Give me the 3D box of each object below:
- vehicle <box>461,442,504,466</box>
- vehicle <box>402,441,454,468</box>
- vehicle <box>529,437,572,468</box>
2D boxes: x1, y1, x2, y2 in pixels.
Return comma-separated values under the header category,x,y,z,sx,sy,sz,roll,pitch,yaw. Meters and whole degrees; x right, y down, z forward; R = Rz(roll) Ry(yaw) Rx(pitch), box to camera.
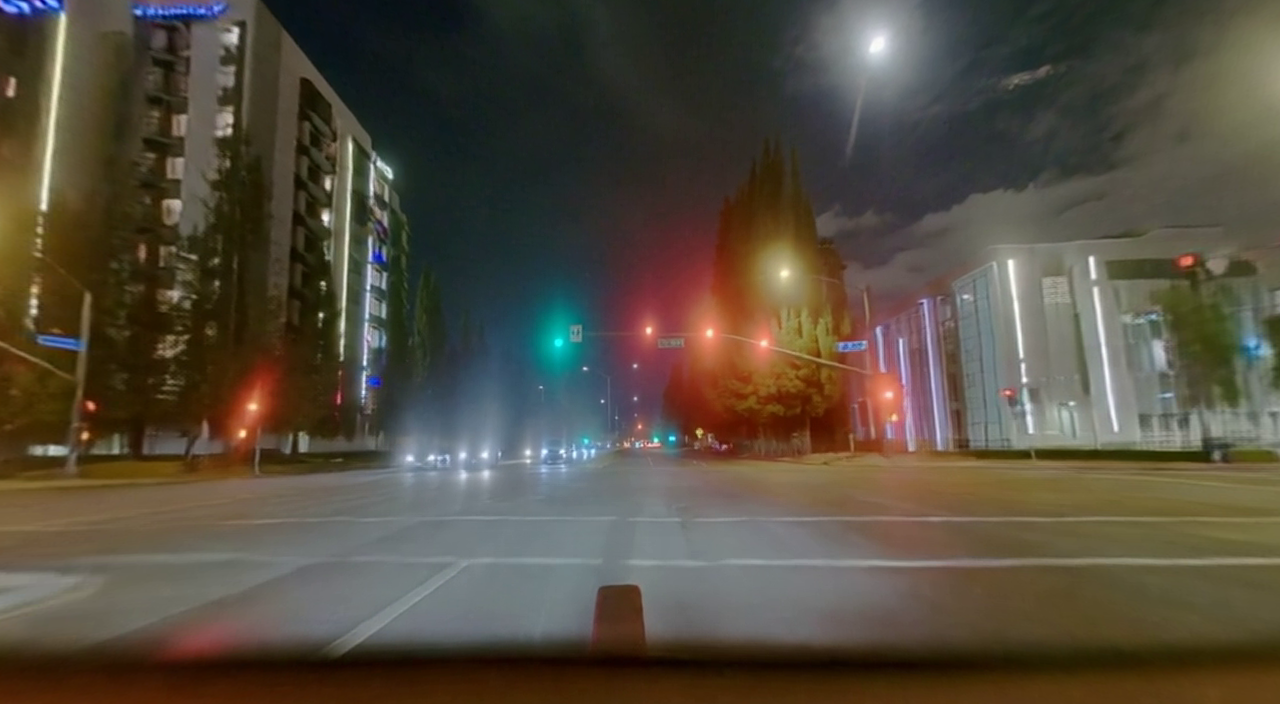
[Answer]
category,x,y,z,sx,sy,sz,roll,pitch,yaw
vehicle,-11.958,7.761,48.277,2.041,1.654,4.605,0,-8,0
vehicle,-15.793,7.659,47.369,2.164,1.920,4.896,0,-8,0
vehicle,-5.561,6.318,39.769,2.098,1.789,4.338,0,-8,-1
